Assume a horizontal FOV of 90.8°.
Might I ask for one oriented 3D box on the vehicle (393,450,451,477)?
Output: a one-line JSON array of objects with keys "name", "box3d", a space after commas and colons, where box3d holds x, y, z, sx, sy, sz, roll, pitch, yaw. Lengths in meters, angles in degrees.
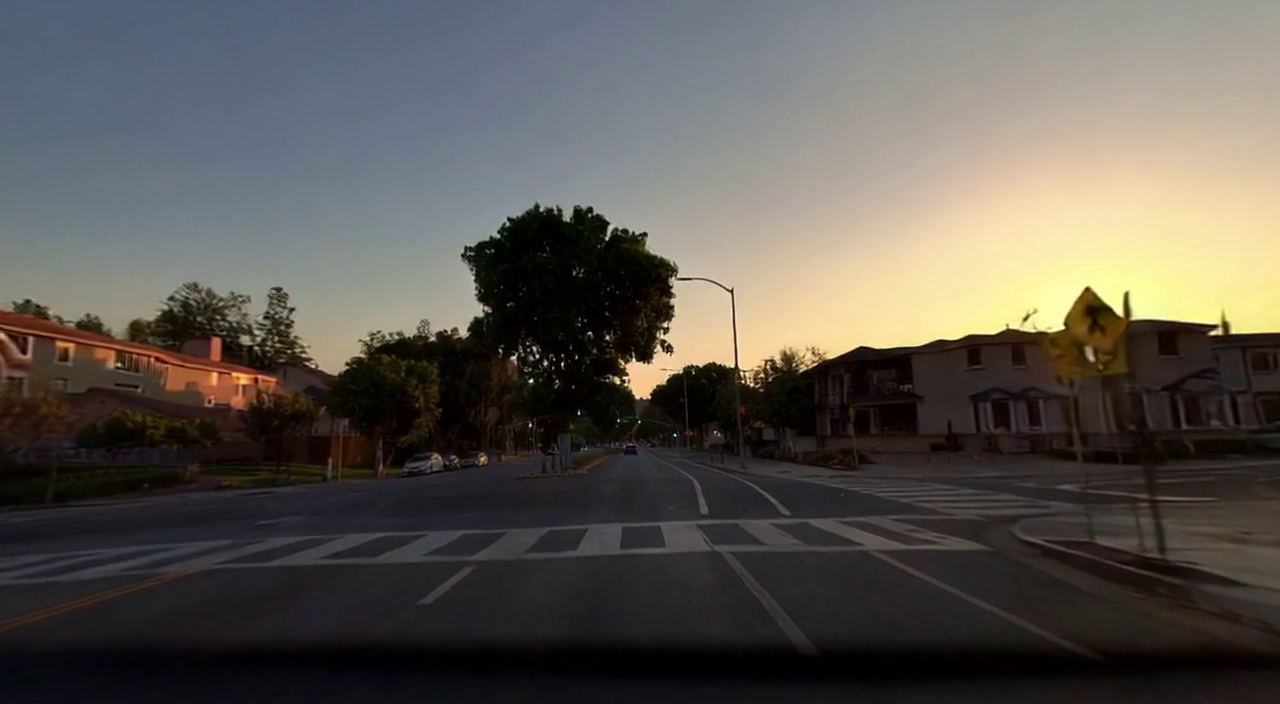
[{"name": "vehicle", "box3d": [-14.619, 7.534, 42.624, 2.085, 1.685, 4.523, -1, -10, 4]}]
